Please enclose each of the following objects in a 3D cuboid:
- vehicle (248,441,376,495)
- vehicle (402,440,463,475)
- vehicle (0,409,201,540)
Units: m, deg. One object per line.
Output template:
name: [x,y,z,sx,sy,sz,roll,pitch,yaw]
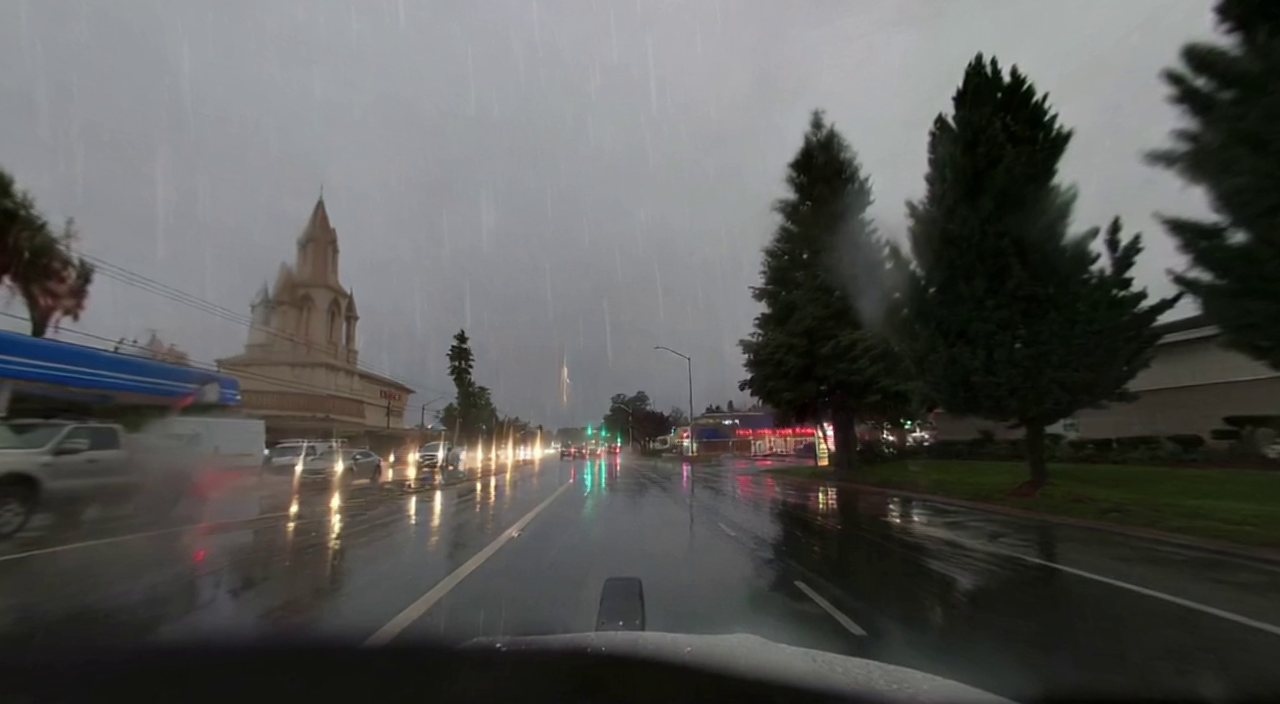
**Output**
vehicle: [-11.510,4.070,22.653,2.134,1.705,4.710,0,-8,-1]
vehicle: [-12.391,6.337,38.124,2.206,1.922,4.968,0,-8,-2]
vehicle: [-11.504,2.245,11.989,2.292,2.096,5.647,0,-8,-1]
